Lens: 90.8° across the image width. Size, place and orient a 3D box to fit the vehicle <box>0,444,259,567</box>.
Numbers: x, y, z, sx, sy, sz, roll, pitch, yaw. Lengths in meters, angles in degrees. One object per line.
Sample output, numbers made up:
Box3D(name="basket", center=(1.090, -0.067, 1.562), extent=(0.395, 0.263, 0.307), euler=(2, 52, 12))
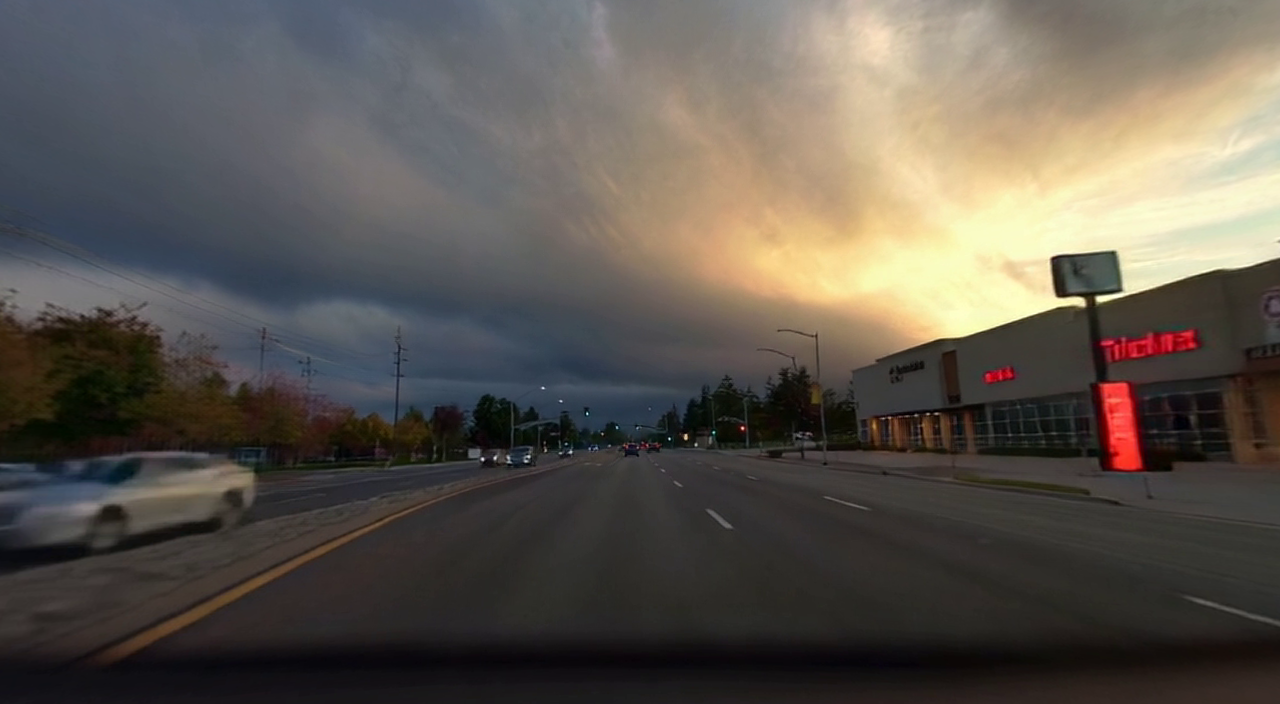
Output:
Box3D(name="vehicle", center=(-8.588, 2.269, 10.232), extent=(1.959, 1.505, 4.622), euler=(0, -9, 0))
